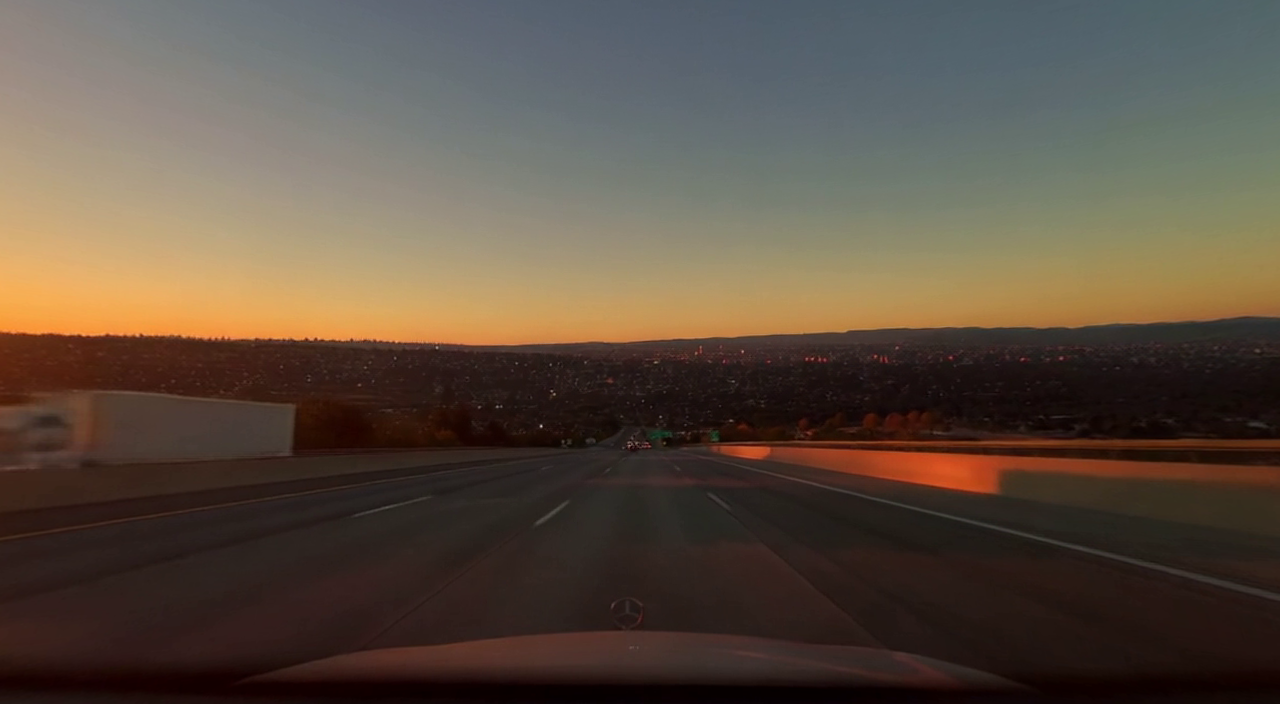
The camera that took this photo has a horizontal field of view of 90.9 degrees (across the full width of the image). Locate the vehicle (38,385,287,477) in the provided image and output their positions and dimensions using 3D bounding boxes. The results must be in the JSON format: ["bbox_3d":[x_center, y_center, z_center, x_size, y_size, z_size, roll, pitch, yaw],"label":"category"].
[{"bbox_3d":[-23.360,4.209,32.563,2.818,3.806,12.794,0,-8,0],"label":"vehicle"}]

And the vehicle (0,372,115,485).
[{"bbox_3d":[-23.330,2.824,22.872,3.270,3.762,5.908,0,-8,0],"label":"vehicle"}]
